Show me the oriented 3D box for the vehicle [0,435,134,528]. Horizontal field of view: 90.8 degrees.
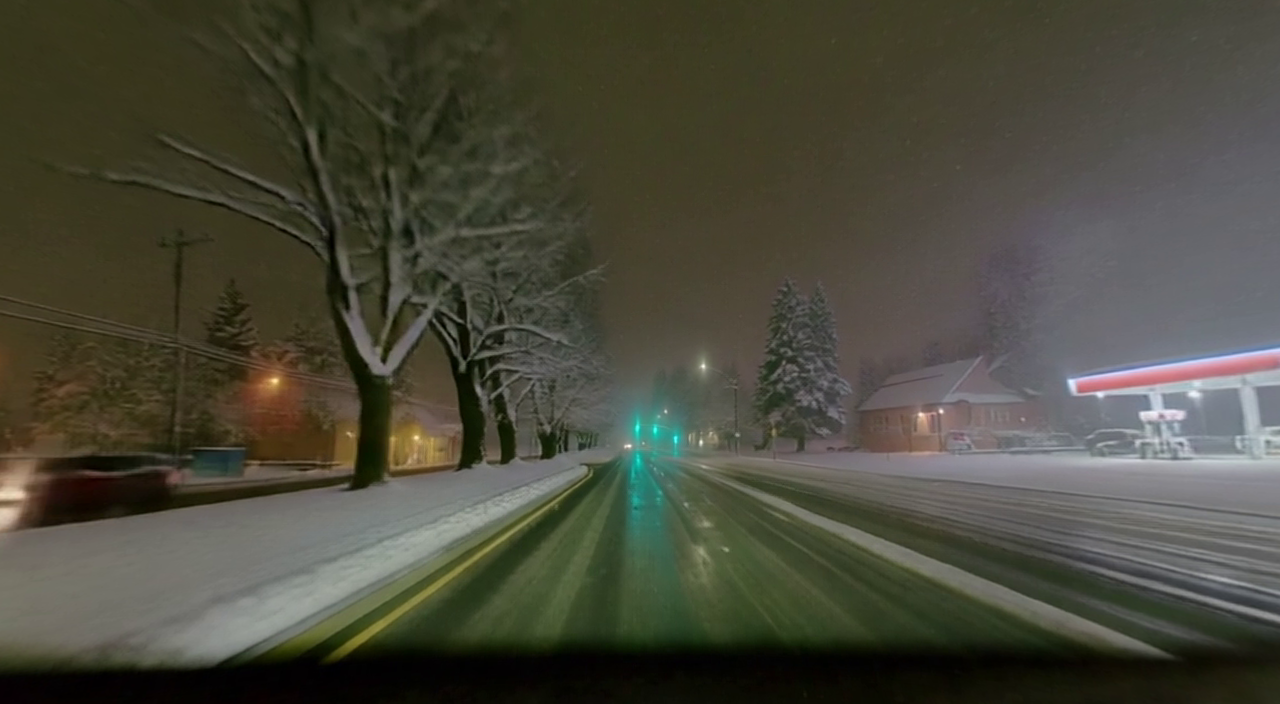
[{"bbox_3d":[-12.268,2.415,12.027,1.861,1.616,4.077,0,-8,0],"label":"vehicle"}]
